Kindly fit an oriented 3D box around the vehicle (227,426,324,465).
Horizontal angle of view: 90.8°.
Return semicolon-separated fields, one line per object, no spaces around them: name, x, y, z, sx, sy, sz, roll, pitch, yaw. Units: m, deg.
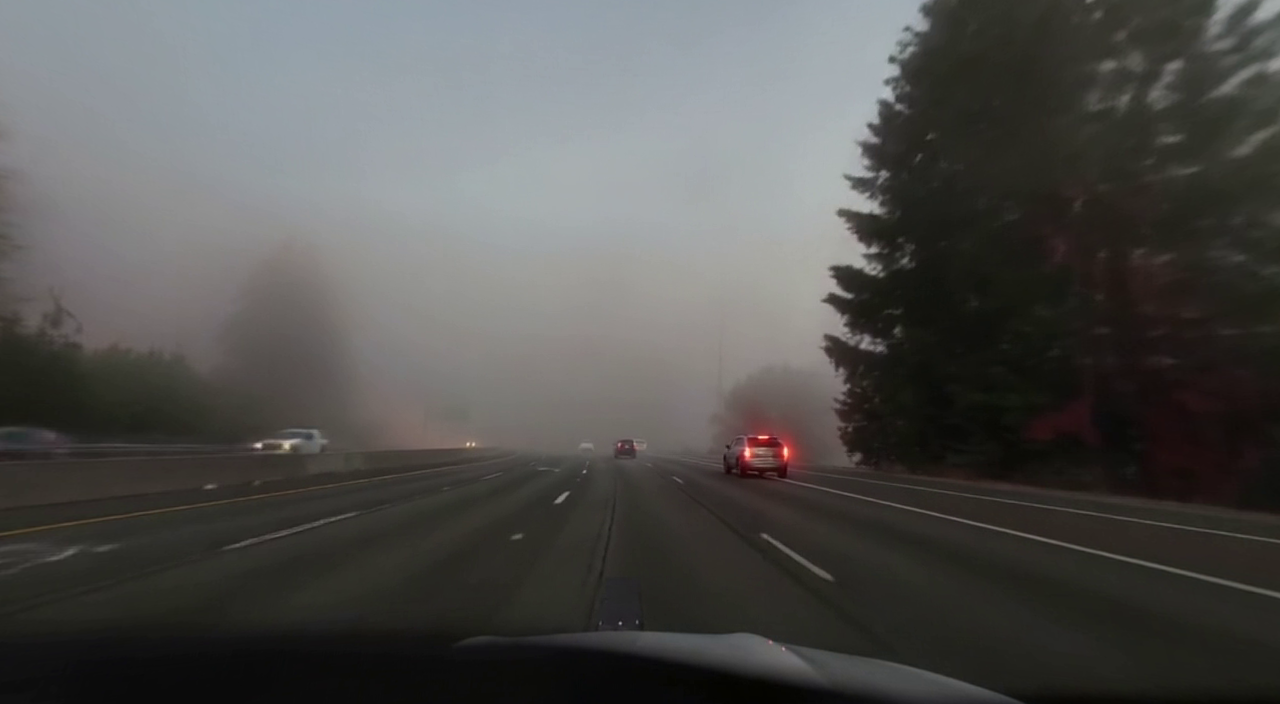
vehicle;-19.172;4.959;33.574;2.184;1.870;5.387;1;-8;-4

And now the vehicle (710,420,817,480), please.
vehicle;4.582;3.809;24.688;2.504;2.033;5.979;1;-8;-5
